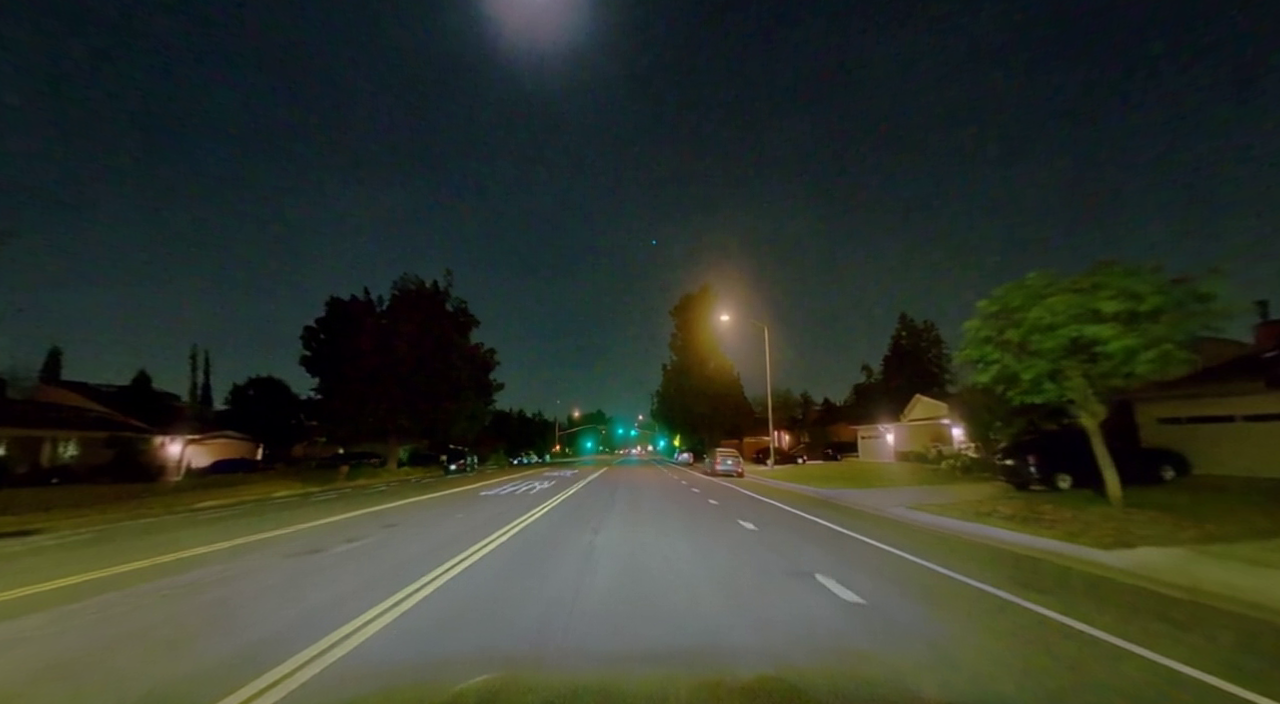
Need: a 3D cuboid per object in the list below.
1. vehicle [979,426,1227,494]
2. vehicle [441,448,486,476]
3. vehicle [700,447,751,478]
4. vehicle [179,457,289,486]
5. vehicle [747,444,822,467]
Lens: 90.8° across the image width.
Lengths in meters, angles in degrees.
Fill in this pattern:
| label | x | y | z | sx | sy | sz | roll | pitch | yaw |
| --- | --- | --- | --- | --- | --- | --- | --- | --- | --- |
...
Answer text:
| label | x | y | z | sx | sy | sz | roll | pitch | yaw |
| --- | --- | --- | --- | --- | --- | --- | --- | --- | --- |
| vehicle | 11.176 | 2.636 | 15.521 | 4.596 | 1.527 | 1.858 | 0 | -9 | 0 |
| vehicle | -13.133 | 8.142 | 47.132 | 2.049 | 1.782 | 4.460 | -4 | -8 | 0 |
| vehicle | 4.324 | 5.670 | 32.671 | 1.970 | 1.455 | 4.233 | 0 | -9 | -1 |
| vehicle | -21.652 | 6.375 | 33.811 | 4.413 | 1.477 | 2.100 | 0 | -9 | 1 |
| vehicle | 9.675 | 6.976 | 42.527 | 4.501 | 1.502 | 1.975 | 0 | -9 | -1 |
